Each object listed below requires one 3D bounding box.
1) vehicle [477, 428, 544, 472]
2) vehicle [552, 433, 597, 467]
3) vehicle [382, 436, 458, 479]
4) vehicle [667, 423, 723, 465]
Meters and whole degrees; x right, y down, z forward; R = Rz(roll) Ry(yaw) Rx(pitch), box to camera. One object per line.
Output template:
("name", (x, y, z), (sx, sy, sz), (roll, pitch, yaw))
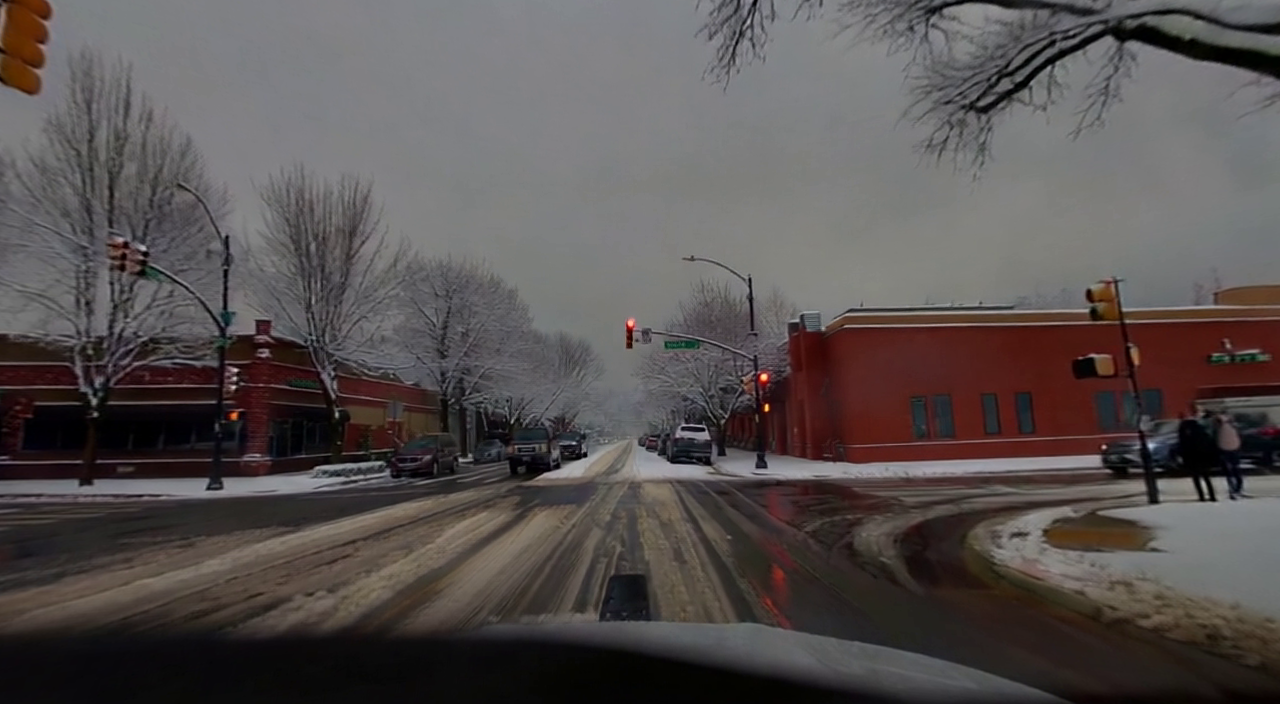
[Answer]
("vehicle", (-5.998, 4.615, 29.765), (2.242, 1.887, 4.924), (0, -8, -2))
("vehicle", (-3.264, 4.985, 32.198), (2.033, 1.596, 4.142), (0, -8, -2))
("vehicle", (-9.929, 4.765, 28.857), (2.216, 1.804, 4.526), (1, -8, -5))
("vehicle", (3.039, 5.279, 36.150), (2.557, 2.188, 5.164), (0, -8, -2))
